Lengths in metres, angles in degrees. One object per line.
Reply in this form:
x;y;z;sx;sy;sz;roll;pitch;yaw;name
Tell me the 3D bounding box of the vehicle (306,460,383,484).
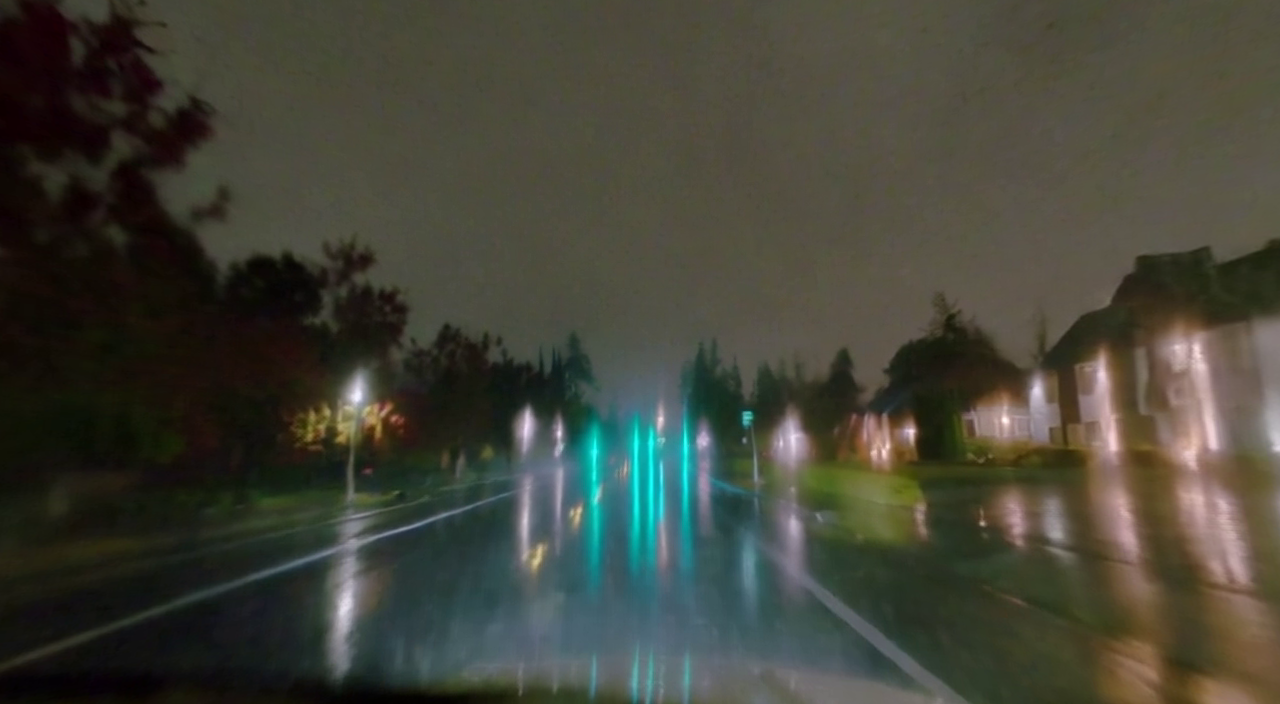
-19.243;7.812;41.217;4.173;1.423;1.657;0;-9;3;vehicle
